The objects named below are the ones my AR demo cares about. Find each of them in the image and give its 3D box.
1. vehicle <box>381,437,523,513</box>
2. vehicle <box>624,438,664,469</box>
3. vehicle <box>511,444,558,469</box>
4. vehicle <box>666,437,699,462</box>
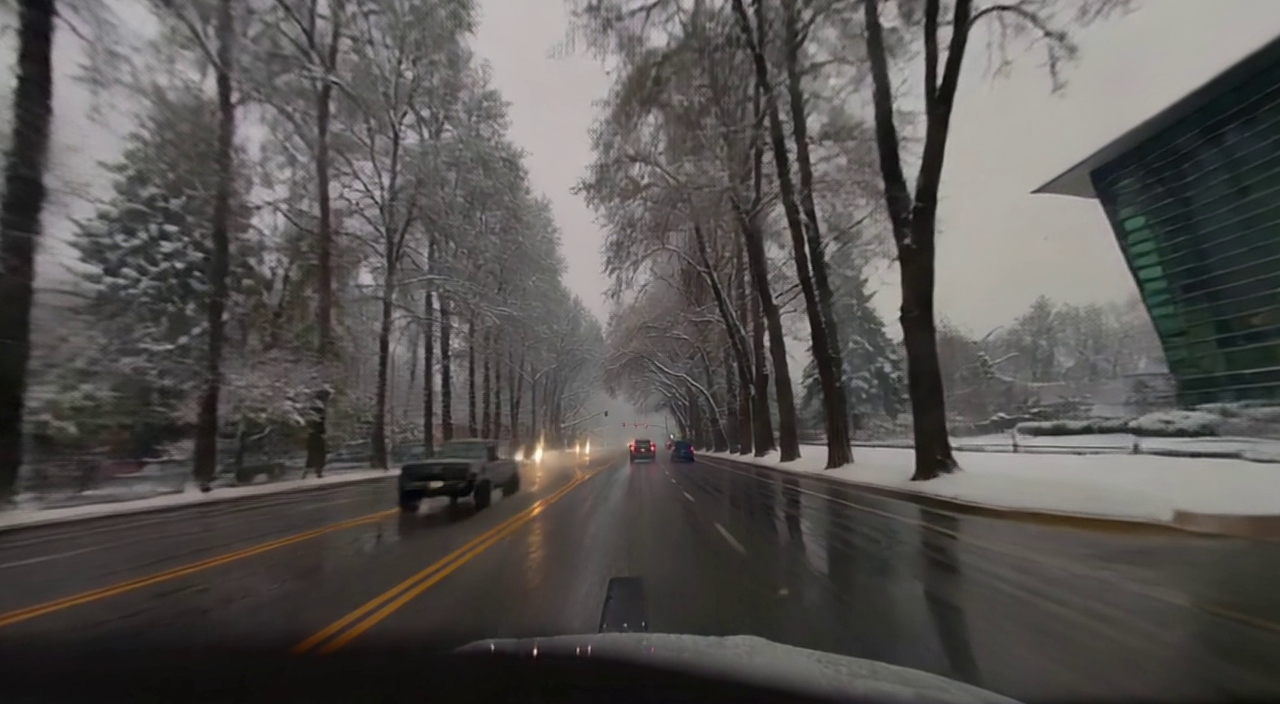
[{"bbox_3d":[-4.188,2.787,14.904,2.014,1.487,4.591,0,-8,-1],"label":"vehicle"},{"bbox_3d":[0.208,5.654,35.270,2.109,1.612,3.963,0,-8,0],"label":"vehicle"},{"bbox_3d":[-6.487,6.475,39.384,2.081,1.477,4.760,0,-8,1],"label":"vehicle"},{"bbox_3d":[3.167,7.417,47.941,2.189,1.766,4.495,0,-8,-1],"label":"vehicle"}]
